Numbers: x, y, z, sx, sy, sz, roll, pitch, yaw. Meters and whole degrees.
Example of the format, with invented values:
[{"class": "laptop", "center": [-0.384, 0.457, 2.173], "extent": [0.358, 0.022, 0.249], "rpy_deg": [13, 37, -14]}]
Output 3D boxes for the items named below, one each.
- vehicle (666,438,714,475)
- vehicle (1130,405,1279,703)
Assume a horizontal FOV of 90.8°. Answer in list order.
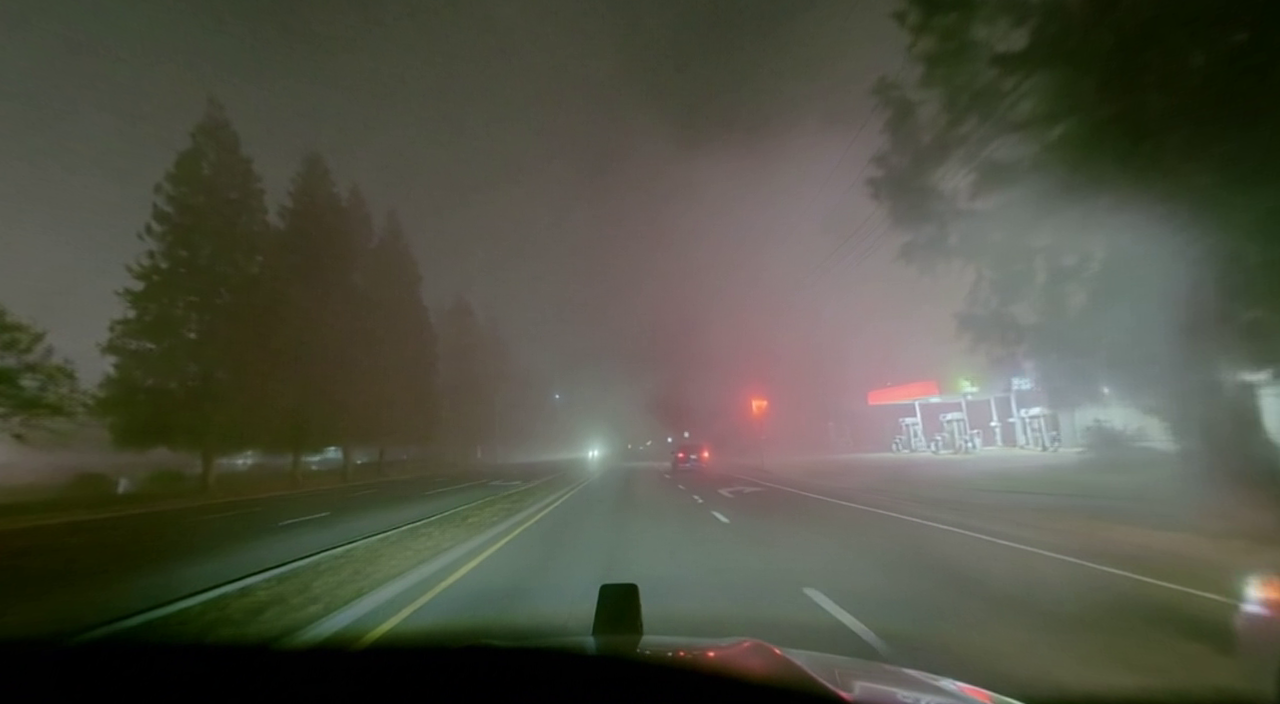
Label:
[{"class": "vehicle", "center": [2.653, 5.748, 34.954], "extent": [2.115, 1.840, 4.777], "rpy_deg": [0, -9, -2]}, {"class": "vehicle", "center": [3.529, 0.718, 0.972], "extent": [2.061, 1.475, 4.296], "rpy_deg": [0, -9, 0]}]
